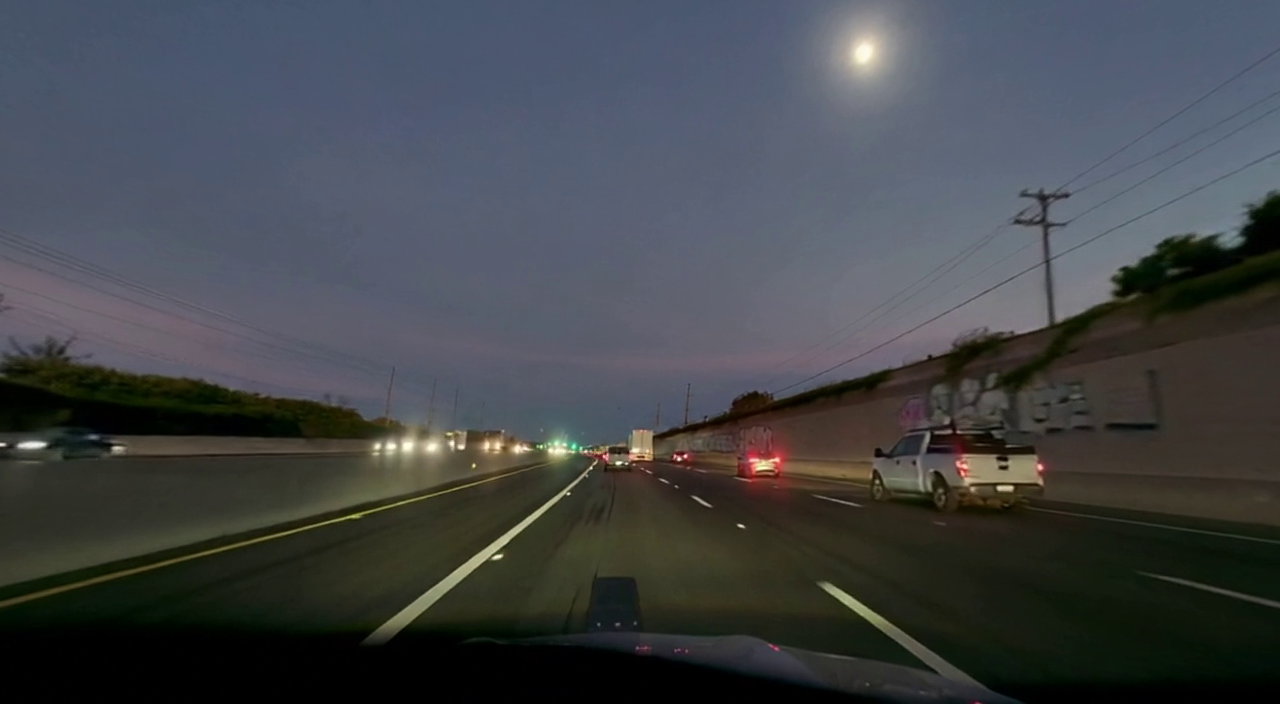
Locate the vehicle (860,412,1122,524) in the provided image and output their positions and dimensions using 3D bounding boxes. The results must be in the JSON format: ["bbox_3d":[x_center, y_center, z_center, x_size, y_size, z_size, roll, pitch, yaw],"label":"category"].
[{"bbox_3d":[7.193,2.499,14.063,2.325,1.924,5.838,0,-9,-2],"label":"vehicle"}]

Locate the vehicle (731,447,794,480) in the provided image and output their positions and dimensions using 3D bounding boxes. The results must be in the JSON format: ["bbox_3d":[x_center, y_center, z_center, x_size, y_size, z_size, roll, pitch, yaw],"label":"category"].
[{"bbox_3d":[6.082,5.589,31.975,2.032,1.525,4.631,0,-9,-3],"label":"vehicle"}]

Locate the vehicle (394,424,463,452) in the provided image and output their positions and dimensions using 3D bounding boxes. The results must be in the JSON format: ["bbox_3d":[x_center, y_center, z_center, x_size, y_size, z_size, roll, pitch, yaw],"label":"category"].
[{"bbox_3d":[-10.535,4.396,31.845,2.006,1.300,4.518,0,-9,-1],"label":"vehicle"}]

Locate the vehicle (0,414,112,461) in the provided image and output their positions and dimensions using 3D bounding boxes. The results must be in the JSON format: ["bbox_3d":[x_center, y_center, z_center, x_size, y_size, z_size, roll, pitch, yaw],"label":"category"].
[{"bbox_3d":[-21.317,3.043,22.080,1.870,1.492,4.545,0,-9,-2],"label":"vehicle"}]

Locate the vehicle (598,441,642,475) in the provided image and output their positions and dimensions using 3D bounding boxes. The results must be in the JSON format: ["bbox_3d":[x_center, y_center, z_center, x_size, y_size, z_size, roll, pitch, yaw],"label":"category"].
[{"bbox_3d":[-1.086,5.542,33.102,2.191,1.685,3.353,0,-9,-3],"label":"vehicle"}]
